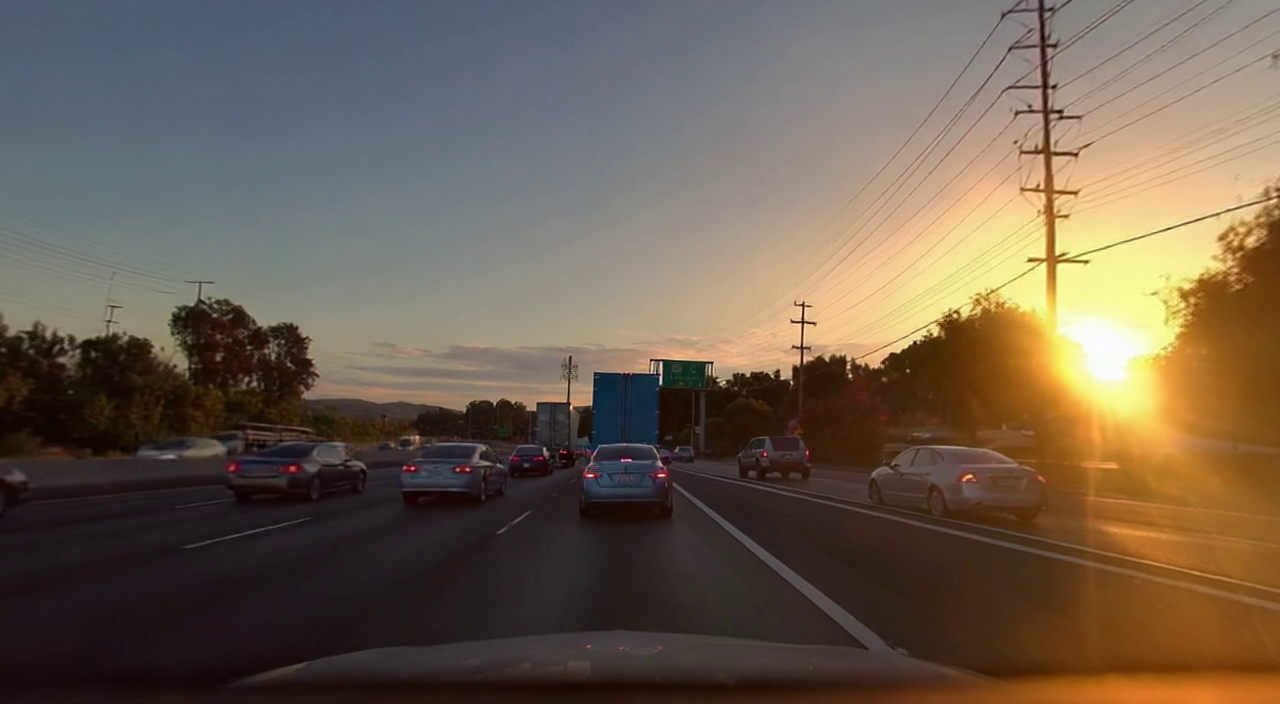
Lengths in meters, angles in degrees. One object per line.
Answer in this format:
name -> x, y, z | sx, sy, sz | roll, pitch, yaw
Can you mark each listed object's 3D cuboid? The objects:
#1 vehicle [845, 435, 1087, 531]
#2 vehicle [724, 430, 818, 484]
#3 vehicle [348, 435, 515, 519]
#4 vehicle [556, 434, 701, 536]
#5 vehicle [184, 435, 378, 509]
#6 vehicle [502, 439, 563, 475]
vehicle -> 5.581, 2.276, 11.571 | 1.878, 1.406, 4.164 | 1, -9, -6
vehicle -> 4.375, 3.588, 21.743 | 2.023, 1.676, 4.002 | 1, -9, -6
vehicle -> -4.182, 2.593, 13.747 | 1.960, 1.450, 5.246 | 0, -9, -1
vehicle -> -0.282, 2.242, 11.255 | 2.112, 1.463, 4.012 | 0, -9, -3
vehicle -> -8.261, 2.792, 15.211 | 1.988, 1.472, 4.852 | 0, -9, -3
vehicle -> -4.723, 4.718, 28.553 | 2.090, 1.463, 4.968 | 0, -9, -2
